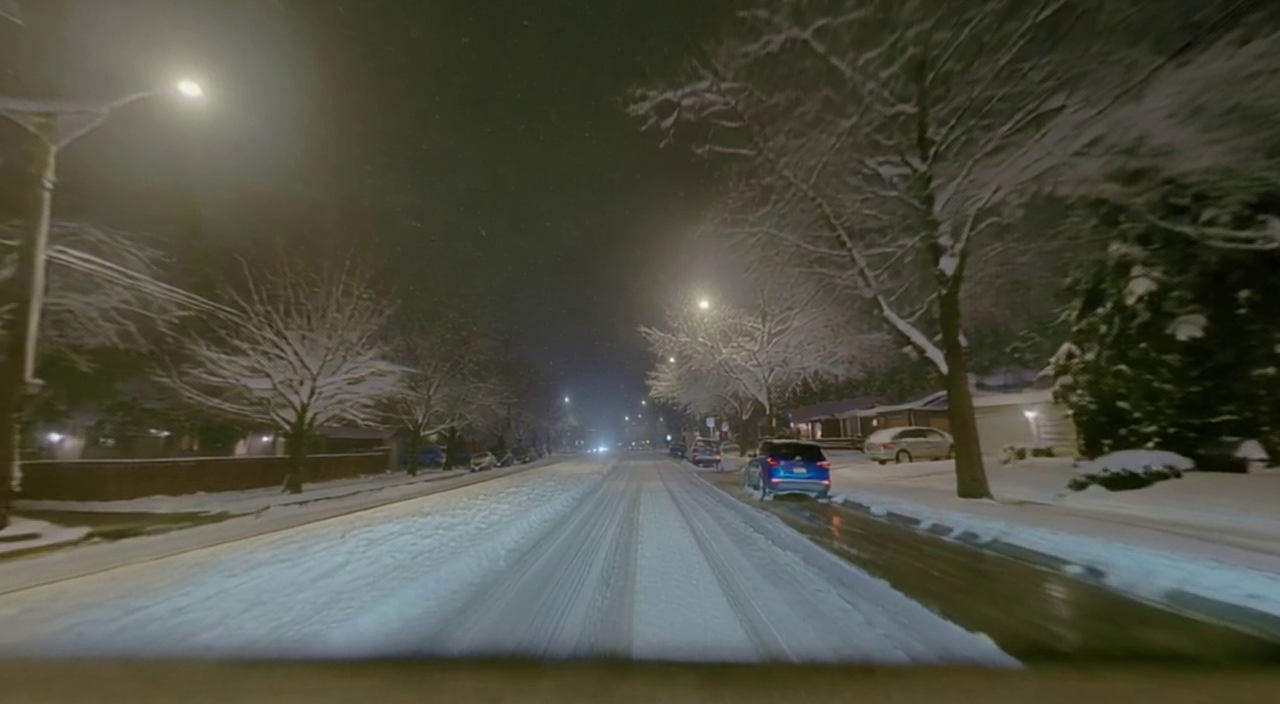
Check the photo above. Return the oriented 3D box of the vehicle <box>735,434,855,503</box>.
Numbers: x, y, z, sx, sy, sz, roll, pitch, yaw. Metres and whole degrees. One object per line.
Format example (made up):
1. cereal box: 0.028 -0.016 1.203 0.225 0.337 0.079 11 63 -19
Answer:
1. vehicle: 4.096 3.164 17.609 2.173 1.656 4.514 0 -8 -1

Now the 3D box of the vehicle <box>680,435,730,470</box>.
1. vehicle: 3.902 6.156 38.856 2.319 1.938 5.961 0 -8 -1

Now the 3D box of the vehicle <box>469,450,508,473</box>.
1. vehicle: -11.010 8.000 46.269 1.815 1.532 4.517 0 -8 -2

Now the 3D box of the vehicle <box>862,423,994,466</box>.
1. vehicle: 12.166 3.956 26.934 4.660 1.749 1.893 0 -8 -2
